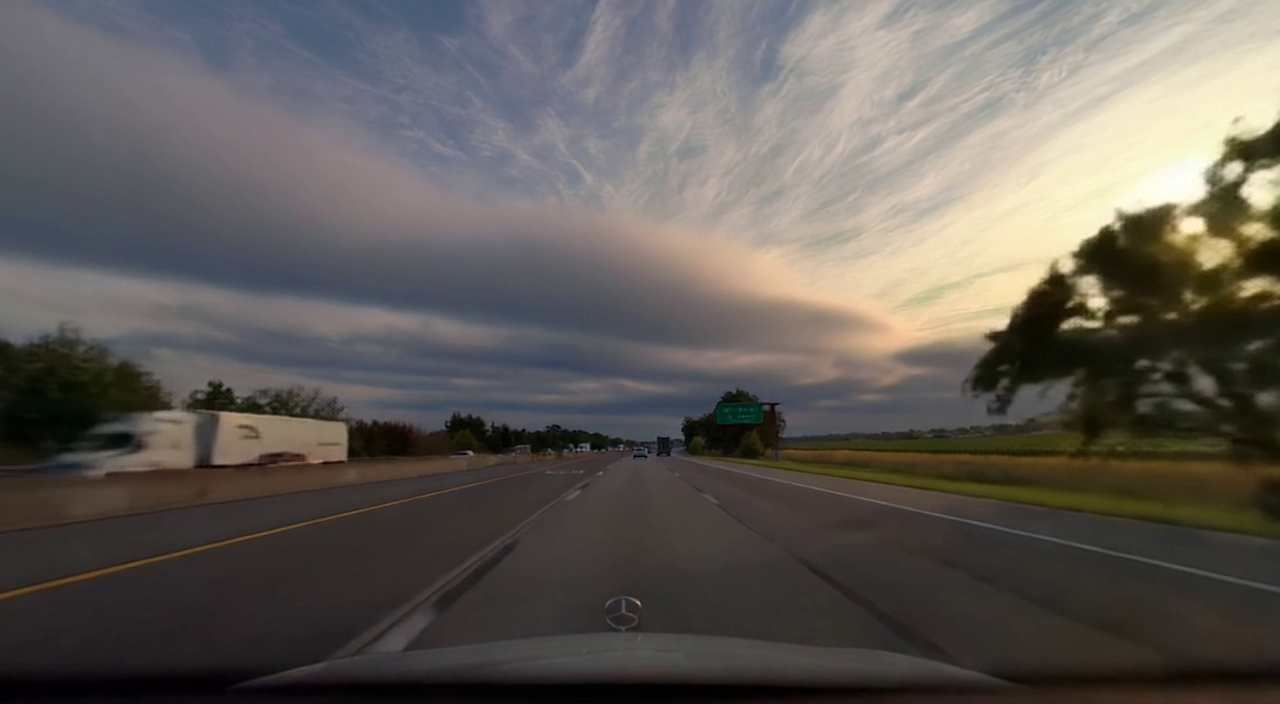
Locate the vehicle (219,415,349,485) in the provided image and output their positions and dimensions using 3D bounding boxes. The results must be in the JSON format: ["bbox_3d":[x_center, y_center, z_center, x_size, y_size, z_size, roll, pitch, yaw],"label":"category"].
[{"bbox_3d":[-20.138,5.627,36.290,2.808,3.543,7.919,0,-9,0],"label":"vehicle"}]

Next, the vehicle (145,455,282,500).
[{"bbox_3d":[-16.125,4.727,24.146,1.918,1.483,4.812,0,-9,0],"label":"vehicle"}]

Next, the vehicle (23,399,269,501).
[{"bbox_3d":[-20.151,4.150,26.811,2.956,3.545,9.120,-1,-9,0],"label":"vehicle"}]
